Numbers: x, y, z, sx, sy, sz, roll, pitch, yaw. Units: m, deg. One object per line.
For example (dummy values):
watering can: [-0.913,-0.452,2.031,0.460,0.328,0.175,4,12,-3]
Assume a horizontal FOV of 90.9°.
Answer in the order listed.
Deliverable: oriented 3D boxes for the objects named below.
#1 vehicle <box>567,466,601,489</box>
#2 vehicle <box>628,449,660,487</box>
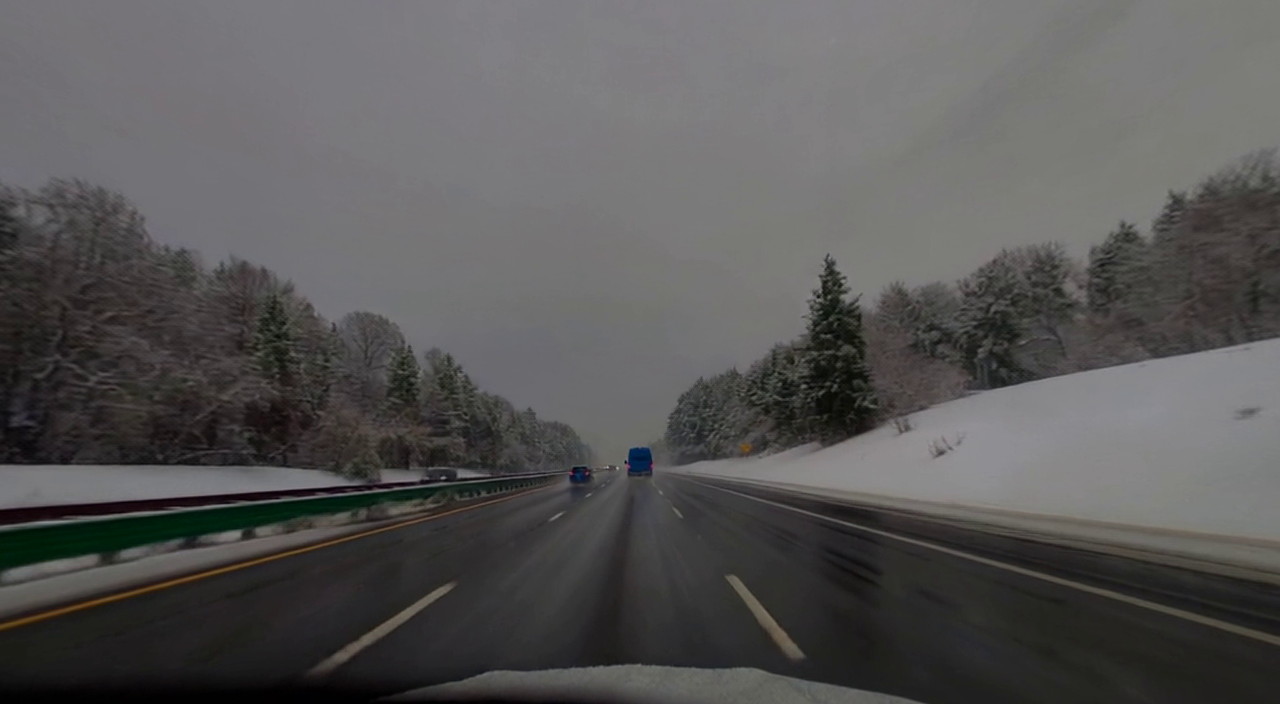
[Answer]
vehicle: [-3.876,8.814,44.428,2.038,1.490,4.391,1,-11,-1]
vehicle: [0.256,9.090,49.271,2.382,2.752,5.333,1,-11,-1]
